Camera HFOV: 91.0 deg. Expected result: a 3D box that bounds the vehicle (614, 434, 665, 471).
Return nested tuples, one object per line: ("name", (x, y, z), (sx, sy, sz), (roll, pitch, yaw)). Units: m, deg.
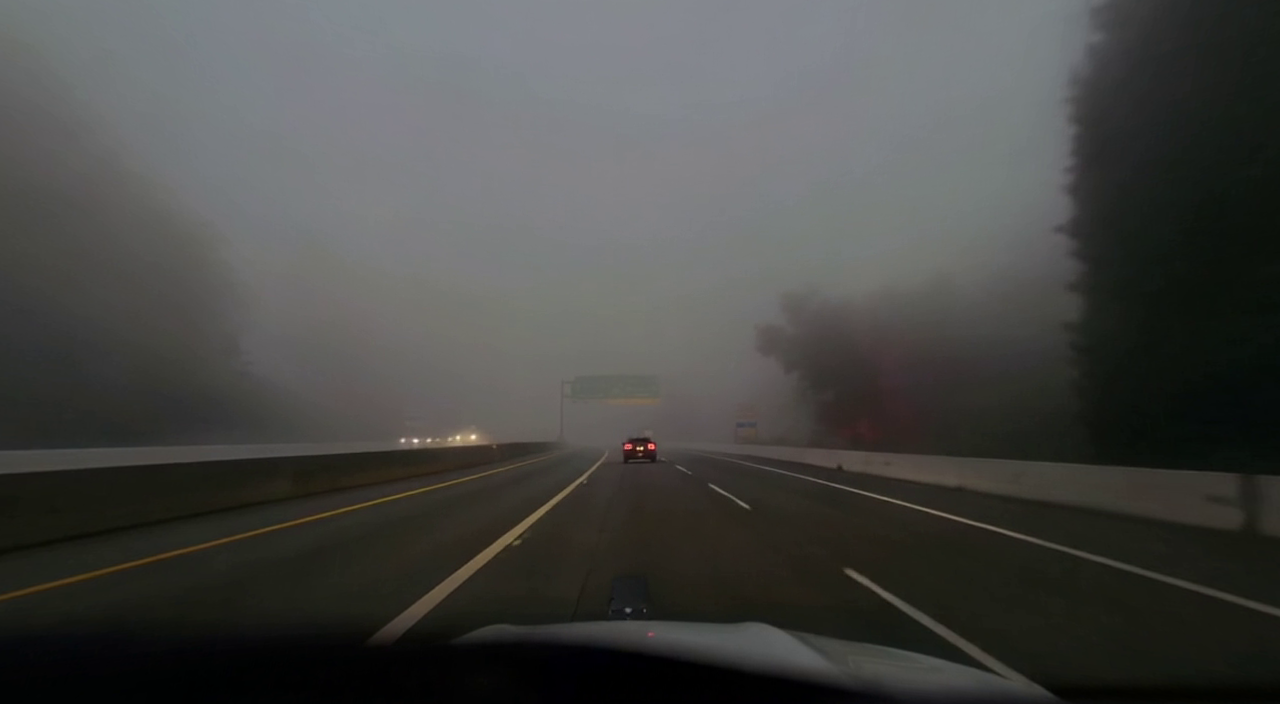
("vehicle", (-0.042, 4.510, 28.361), (2.130, 1.512, 4.057), (1, -8, 0))
